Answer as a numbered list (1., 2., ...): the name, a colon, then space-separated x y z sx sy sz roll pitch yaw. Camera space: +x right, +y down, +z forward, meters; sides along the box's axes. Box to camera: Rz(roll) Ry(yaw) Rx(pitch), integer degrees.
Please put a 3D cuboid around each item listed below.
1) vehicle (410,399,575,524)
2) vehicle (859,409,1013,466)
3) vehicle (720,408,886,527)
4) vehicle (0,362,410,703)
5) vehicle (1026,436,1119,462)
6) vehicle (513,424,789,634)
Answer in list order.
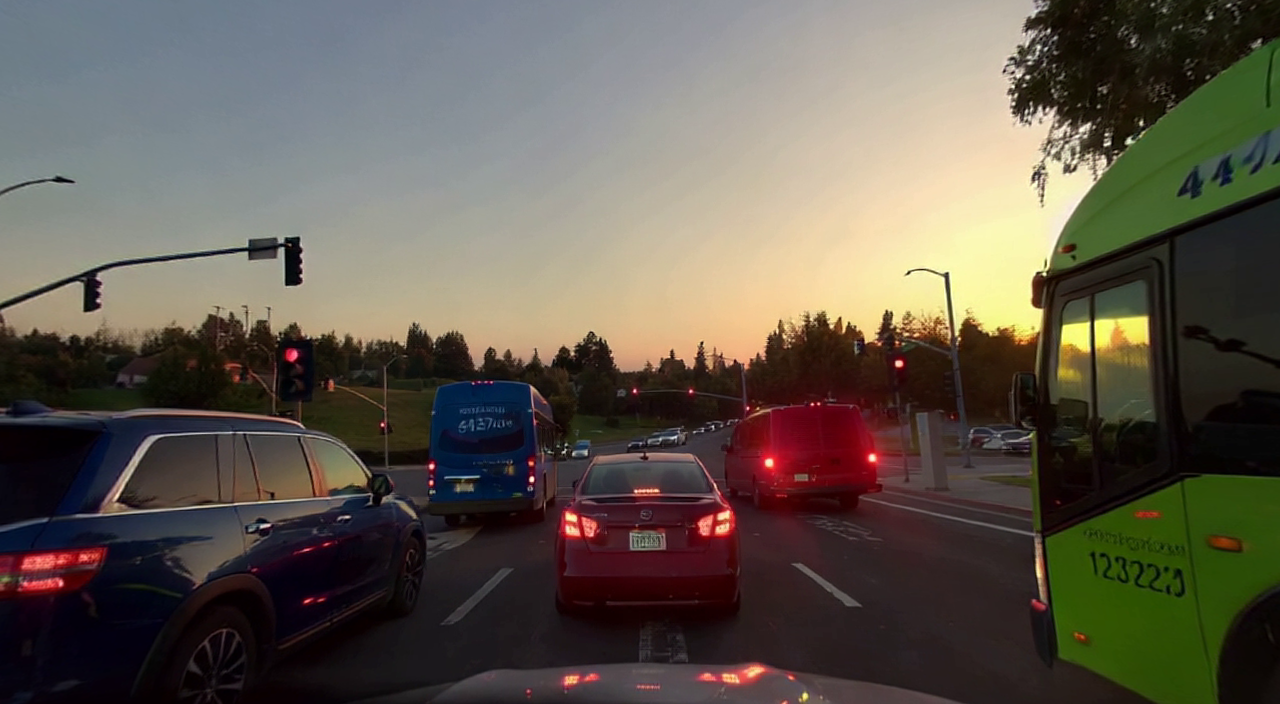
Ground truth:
1. vehicle: -2.915 2.348 13.980 2.335 2.221 5.165 0 -8 1
2. vehicle: 17.625 5.133 37.909 7.839 3.213 2.628 0 -8 -3
3. vehicle: 3.168 2.396 13.669 2.143 2.036 5.367 0 -8 0
4. vehicle: -3.400 1.181 4.623 1.921 1.701 3.989 0 -8 0
5. vehicle: 25.924 5.816 37.966 4.229 1.489 1.794 0 -9 -1
6. vehicle: 0.075 1.546 6.417 1.976 1.485 3.624 0 -8 0
